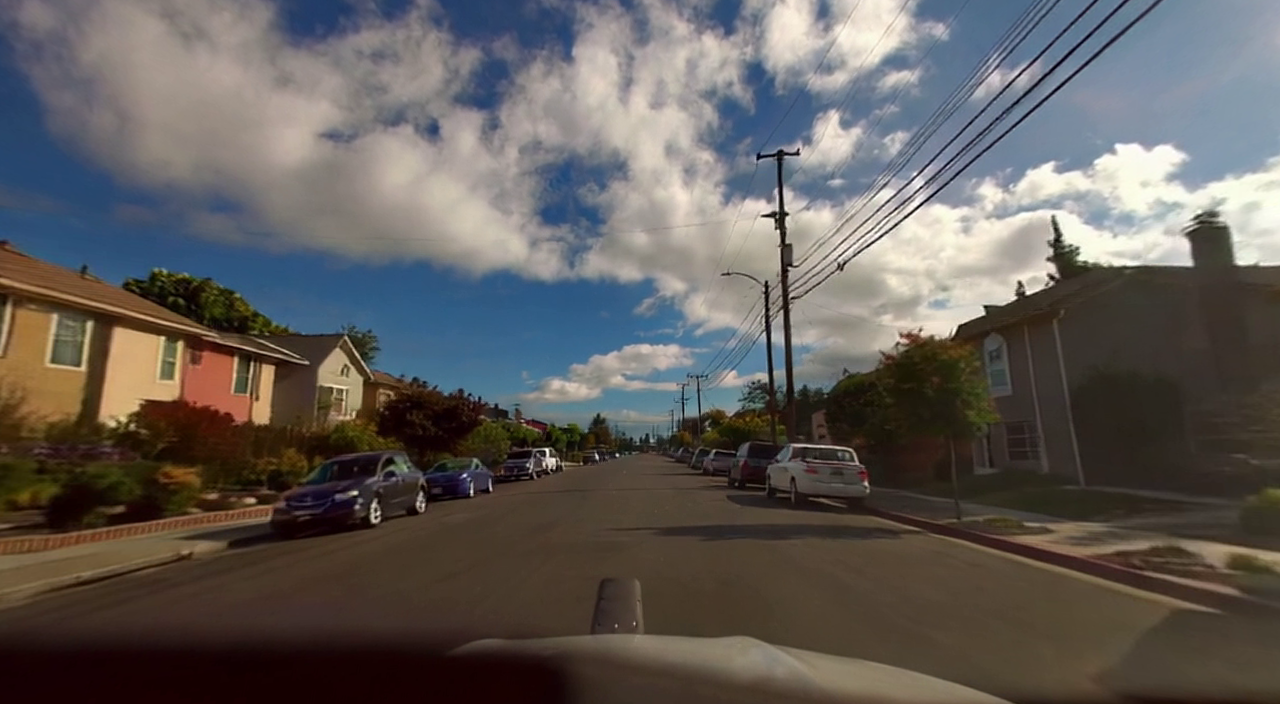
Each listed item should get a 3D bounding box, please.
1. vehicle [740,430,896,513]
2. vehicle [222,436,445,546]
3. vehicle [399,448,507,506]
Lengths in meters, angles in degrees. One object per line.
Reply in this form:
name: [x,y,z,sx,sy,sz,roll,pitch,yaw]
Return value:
vehicle: [4.601,3.219,17.670,2.462,1.894,6.076,0,-9,-1]
vehicle: [-5.396,2.464,11.999,1.971,1.648,4.638,0,-9,-1]
vehicle: [-5.393,3.638,18.818,1.856,1.499,4.216,0,-9,1]
